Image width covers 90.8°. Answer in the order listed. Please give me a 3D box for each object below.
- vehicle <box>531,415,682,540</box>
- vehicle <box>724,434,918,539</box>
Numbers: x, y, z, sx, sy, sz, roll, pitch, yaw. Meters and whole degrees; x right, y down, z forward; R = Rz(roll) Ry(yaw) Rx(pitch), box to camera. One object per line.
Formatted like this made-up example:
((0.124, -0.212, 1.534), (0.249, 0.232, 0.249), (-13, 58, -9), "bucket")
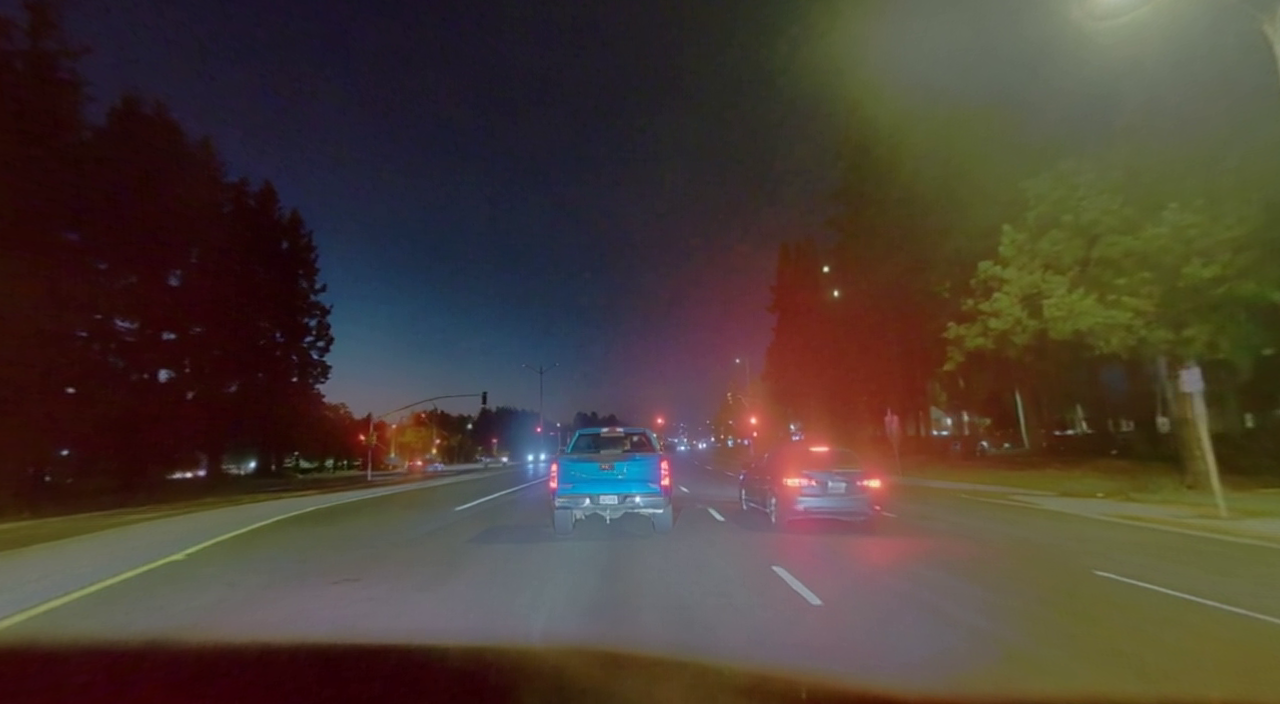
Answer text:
((-0.495, 2.149, 11.454), (2.145, 1.762, 4.731), (0, -8, -1), "vehicle")
((2.922, 2.278, 11.410), (2.073, 1.484, 4.437), (0, -8, -2), "vehicle")
